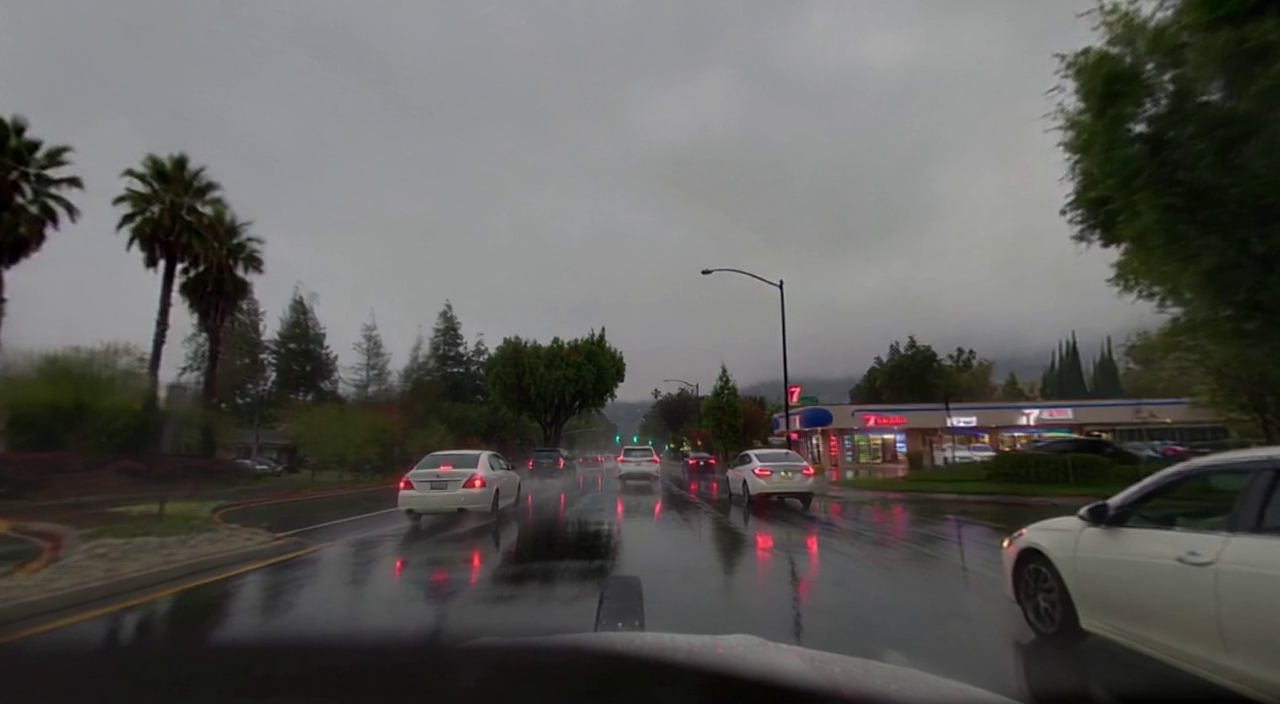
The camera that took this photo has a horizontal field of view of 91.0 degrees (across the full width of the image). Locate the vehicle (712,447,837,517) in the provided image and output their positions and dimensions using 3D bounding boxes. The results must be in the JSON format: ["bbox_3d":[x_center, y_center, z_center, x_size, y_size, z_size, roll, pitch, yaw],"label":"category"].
[{"bbox_3d":[3.157,3.141,15.850,1.977,1.480,4.589,0,-8,-2],"label":"vehicle"}]

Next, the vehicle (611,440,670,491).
[{"bbox_3d":[-0.009,4.540,25.550,2.164,1.867,4.254,0,-8,-1],"label":"vehicle"}]

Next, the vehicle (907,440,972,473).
[{"bbox_3d":[18.221,6.361,38.538,1.905,1.833,4.347,0,-8,2],"label":"vehicle"}]

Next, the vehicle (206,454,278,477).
[{"bbox_3d":[-30.428,8.698,48.194,4.123,1.648,2.053,0,-8,0],"label":"vehicle"}]

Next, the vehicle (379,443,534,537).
[{"bbox_3d":[-3.341,2.549,12.374,1.864,1.505,4.202,0,-8,-1],"label":"vehicle"}]

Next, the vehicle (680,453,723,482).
[{"bbox_3d":[3.400,6.453,35.534,1.880,1.476,3.932,0,-8,-2],"label":"vehicle"}]

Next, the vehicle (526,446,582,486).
[{"bbox_3d":[-3.846,5.177,28.955,1.932,1.695,4.235,0,-8,0],"label":"vehicle"}]

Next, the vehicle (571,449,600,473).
[{"bbox_3d":[-4.088,8.250,47.669,1.871,1.673,3.920,0,-8,0],"label":"vehicle"}]

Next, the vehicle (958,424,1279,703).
[{"bbox_3d":[3.660,1.097,3.082,1.867,1.448,4.436,0,-8,0],"label":"vehicle"}]
